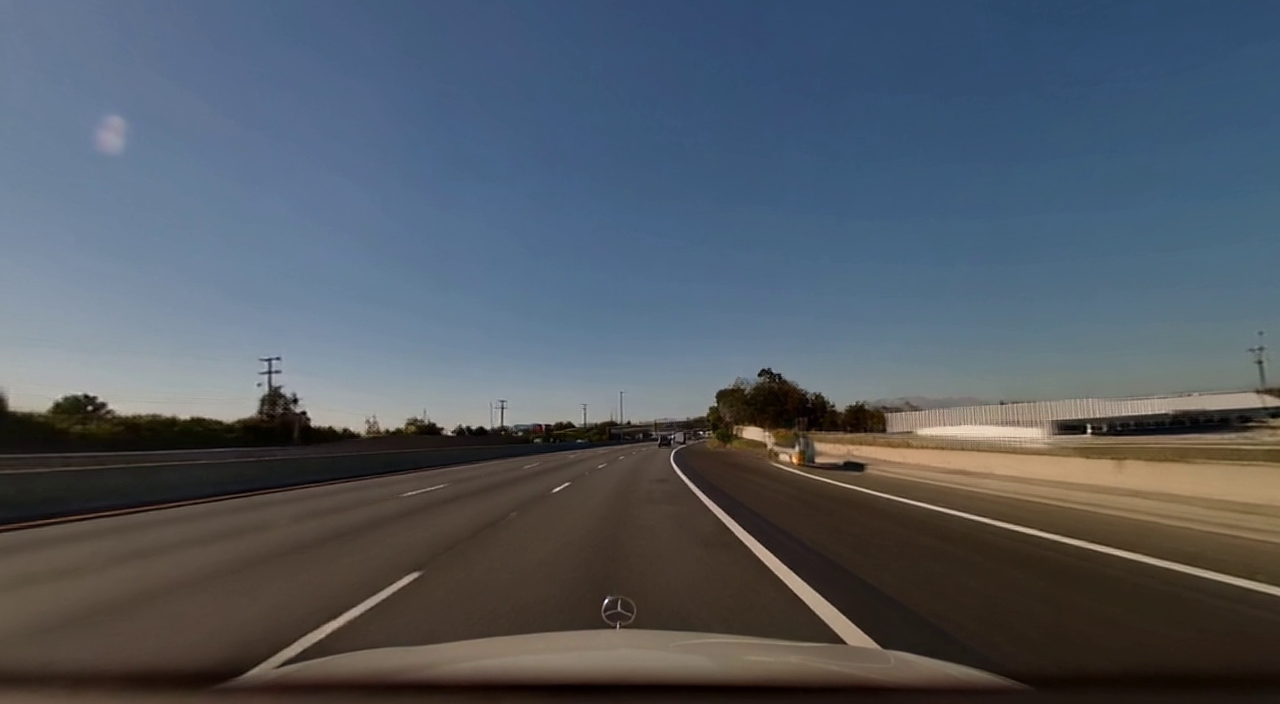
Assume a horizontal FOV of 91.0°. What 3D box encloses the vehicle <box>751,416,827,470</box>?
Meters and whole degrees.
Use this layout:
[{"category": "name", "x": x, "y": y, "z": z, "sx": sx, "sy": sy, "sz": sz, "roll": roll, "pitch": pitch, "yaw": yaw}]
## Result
[{"category": "vehicle", "x": 5.960, "y": 3.720, "z": 25.748, "sx": 1.914, "sy": 2.013, "sz": 4.041, "roll": 0, "pitch": -8, "yaw": -3}]
